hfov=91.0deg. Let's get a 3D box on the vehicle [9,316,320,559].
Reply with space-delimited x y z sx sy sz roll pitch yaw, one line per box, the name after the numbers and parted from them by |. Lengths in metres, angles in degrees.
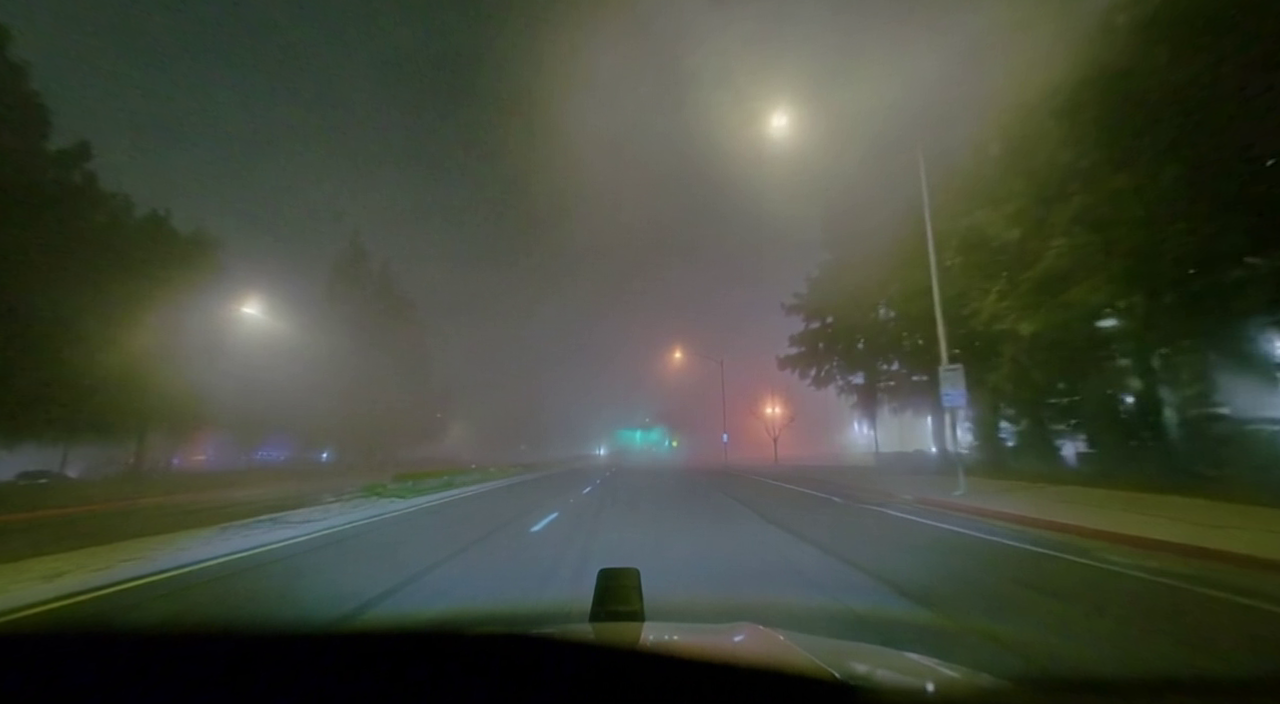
-7.528 1.408 10.554 2.837 3.274 3.013 -4 -9 -3 | vehicle
